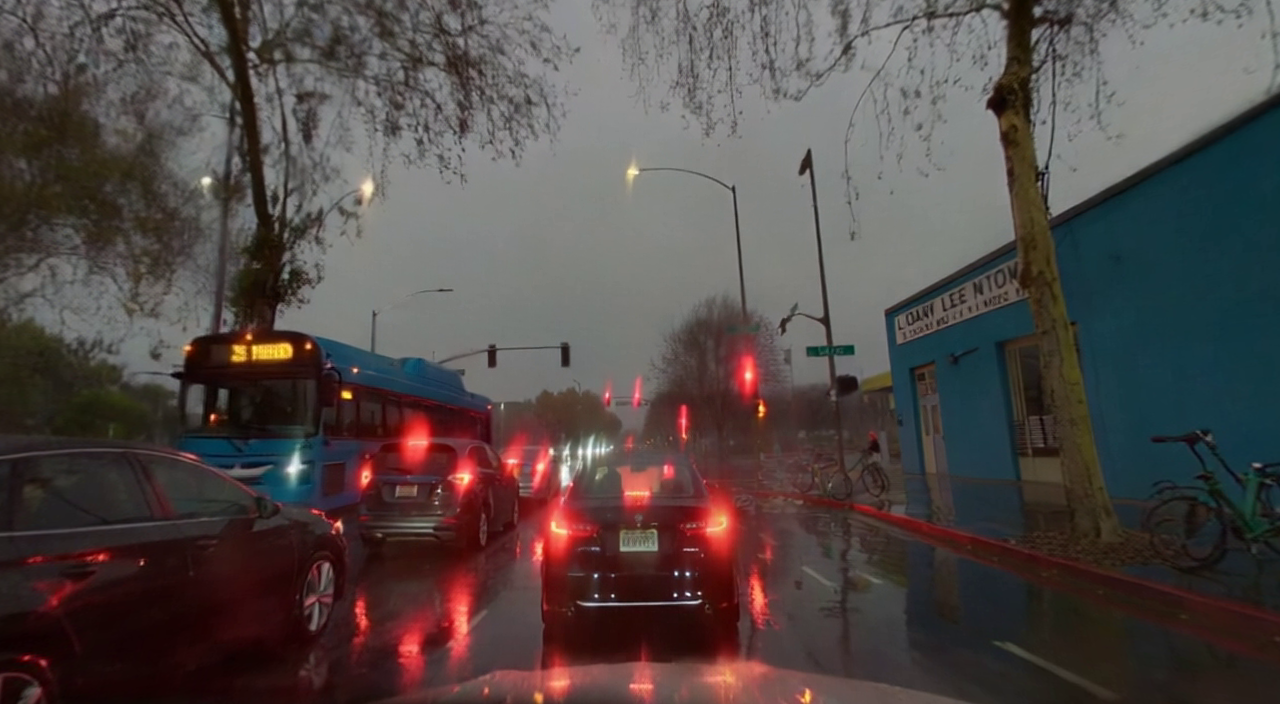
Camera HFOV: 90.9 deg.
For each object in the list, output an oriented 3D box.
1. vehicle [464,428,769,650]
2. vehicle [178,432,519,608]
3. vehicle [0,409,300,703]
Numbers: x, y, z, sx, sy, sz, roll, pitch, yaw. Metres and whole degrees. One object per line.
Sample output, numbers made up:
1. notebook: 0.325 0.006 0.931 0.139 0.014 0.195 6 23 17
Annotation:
1. vehicle: -0.143 1.529 6.162 2.031 1.461 3.763 0 -8 0
2. vehicle: -2.920 1.757 7.632 1.944 1.481 4.385 0 -8 1
3. vehicle: -3.172 0.883 1.731 1.867 1.486 4.452 0 -8 2
